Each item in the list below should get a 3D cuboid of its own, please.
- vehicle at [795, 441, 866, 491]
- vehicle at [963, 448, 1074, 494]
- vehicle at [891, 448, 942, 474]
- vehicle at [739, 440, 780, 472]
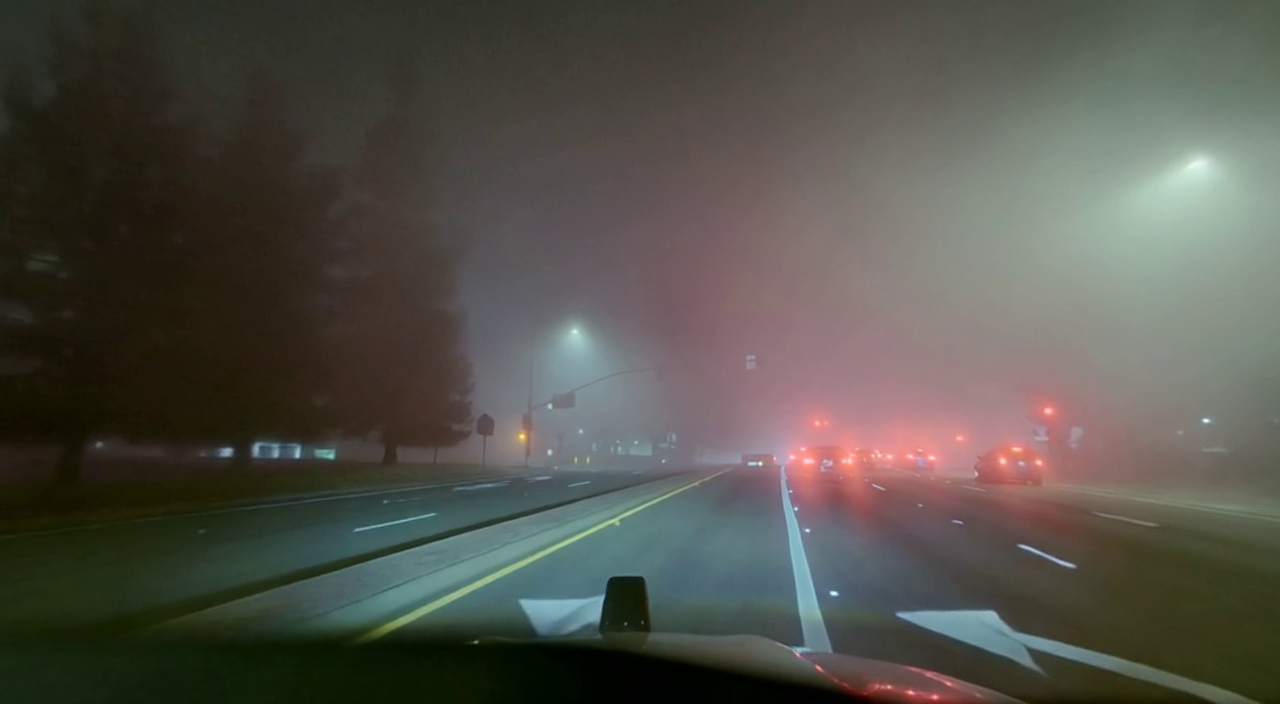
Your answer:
[{"bbox_3d":[6.741,4.038,22.744,2.078,1.578,4.107,-2,-9,12],"label":"vehicle"},{"bbox_3d":[13.026,4.074,22.036,1.884,1.422,4.262,-2,-9,11],"label":"vehicle"},{"bbox_3d":[16.911,6.633,38.729,1.901,1.484,4.093,-2,-9,11],"label":"vehicle"},{"bbox_3d":[7.260,6.293,38.270,2.245,1.800,4.522,-2,-9,11],"label":"vehicle"}]
